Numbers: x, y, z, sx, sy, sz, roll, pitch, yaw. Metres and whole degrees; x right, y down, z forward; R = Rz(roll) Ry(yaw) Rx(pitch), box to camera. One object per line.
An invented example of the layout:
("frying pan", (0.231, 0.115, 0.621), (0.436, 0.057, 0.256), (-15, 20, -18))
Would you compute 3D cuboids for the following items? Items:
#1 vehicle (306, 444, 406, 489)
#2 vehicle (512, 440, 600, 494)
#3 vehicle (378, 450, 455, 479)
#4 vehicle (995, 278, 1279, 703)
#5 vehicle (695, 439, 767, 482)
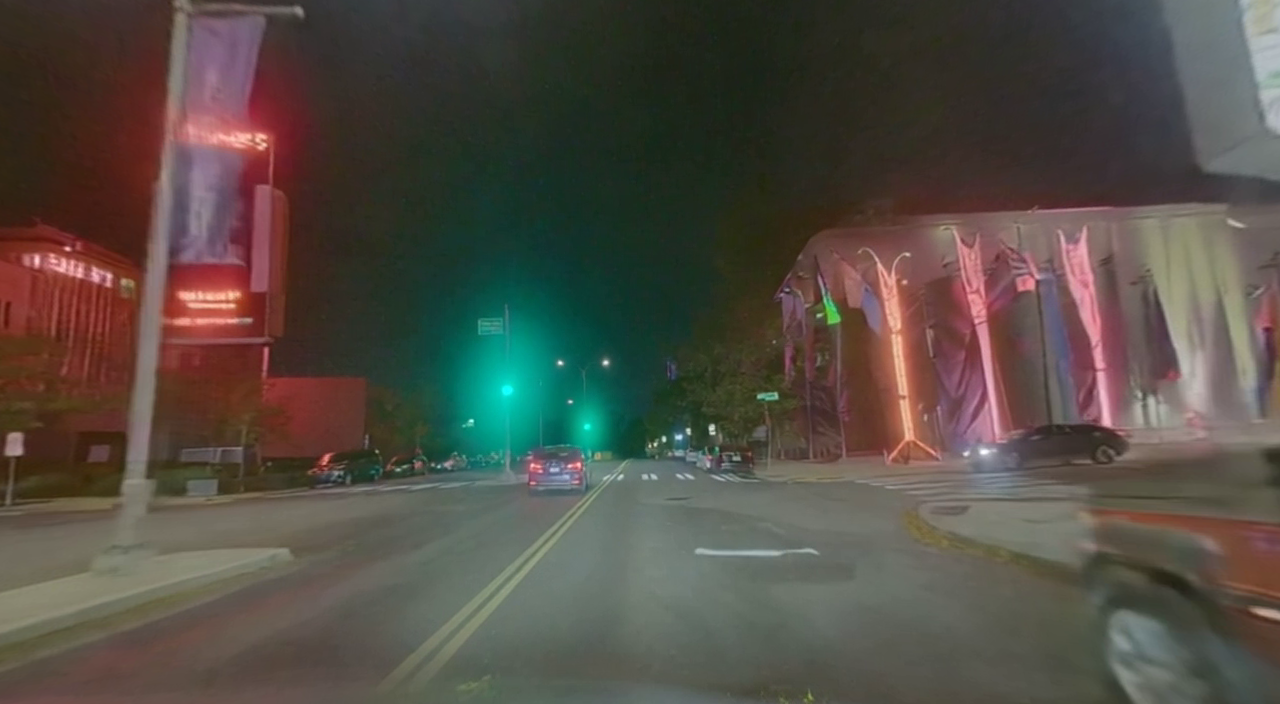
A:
("vehicle", (-12.316, 4.850, 27.199), (4.737, 1.741, 2.092), (-8, -11, 41))
("vehicle", (-2.421, 3.444, 19.350), (2.030, 1.436, 4.388), (0, -8, 1))
("vehicle", (-12.381, 6.143, 34.802), (4.305, 1.463, 2.020), (-7, -11, 39))
("vehicle", (3.125, 0.488, 0.723), (2.286, 1.777, 5.366), (0, -8, 0))
("vehicle", (3.346, 4.100, 24.137), (1.950, 1.462, 4.807), (0, -8, -1))
